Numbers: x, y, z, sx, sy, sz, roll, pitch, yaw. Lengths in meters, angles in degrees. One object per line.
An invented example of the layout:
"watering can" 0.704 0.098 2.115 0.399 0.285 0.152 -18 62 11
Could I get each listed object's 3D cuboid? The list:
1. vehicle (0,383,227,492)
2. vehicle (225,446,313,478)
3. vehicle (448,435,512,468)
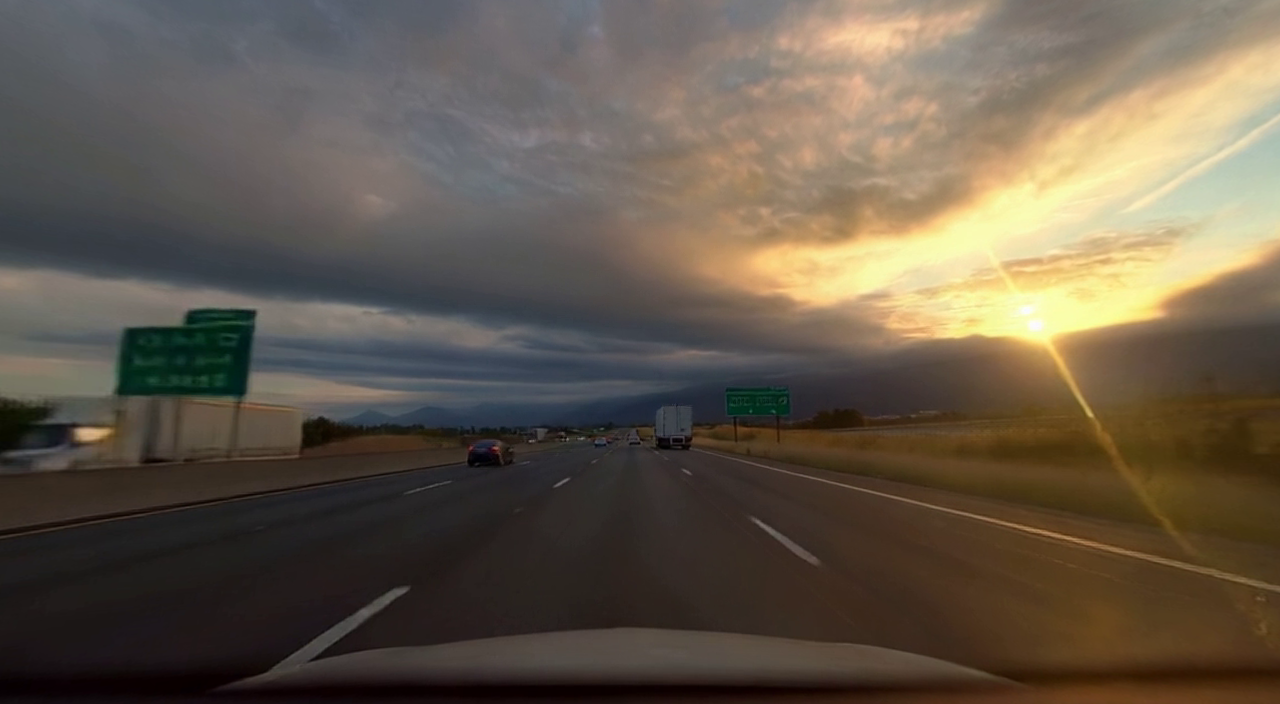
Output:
"vehicle" -23.228 3.778 28.000 2.993 3.934 10.018 0 -8 -1
"vehicle" -19.102 5.658 32.717 1.826 1.444 4.605 0 -8 0
"vehicle" -7.617 4.767 30.450 2.018 1.454 4.290 0 -8 -1
